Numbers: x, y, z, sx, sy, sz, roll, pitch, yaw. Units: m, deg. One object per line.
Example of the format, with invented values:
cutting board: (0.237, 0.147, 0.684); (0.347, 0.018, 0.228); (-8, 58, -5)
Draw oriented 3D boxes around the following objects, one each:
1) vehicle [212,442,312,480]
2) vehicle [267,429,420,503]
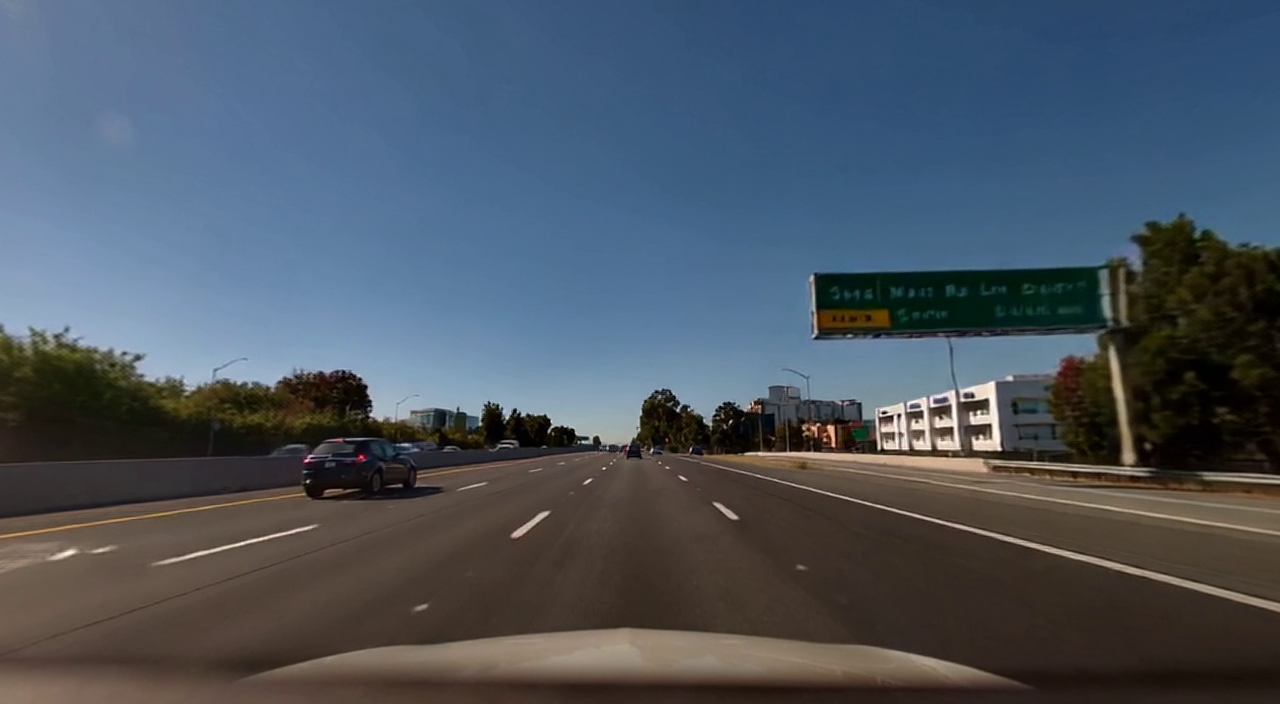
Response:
vehicle: (-17.295, 4.956, 29.193); (1.824, 1.580, 4.407); (0, -8, 0)
vehicle: (-7.796, 3.019, 17.184); (2.089, 1.724, 4.327); (0, -8, -1)
